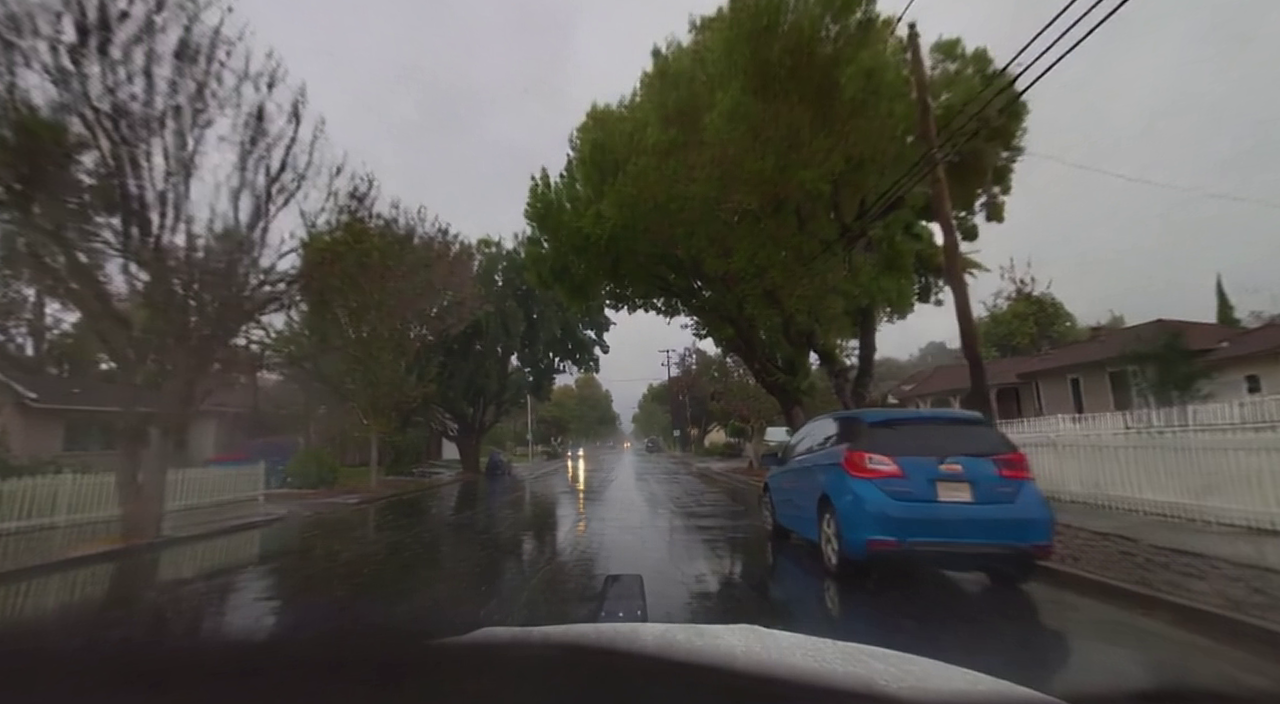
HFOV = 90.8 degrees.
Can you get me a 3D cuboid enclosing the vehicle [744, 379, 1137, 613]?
[{"bbox_3d":[2.716,1.460,7.315,2.126,1.795,4.751,0,-9,-1],"label":"vehicle"}]
